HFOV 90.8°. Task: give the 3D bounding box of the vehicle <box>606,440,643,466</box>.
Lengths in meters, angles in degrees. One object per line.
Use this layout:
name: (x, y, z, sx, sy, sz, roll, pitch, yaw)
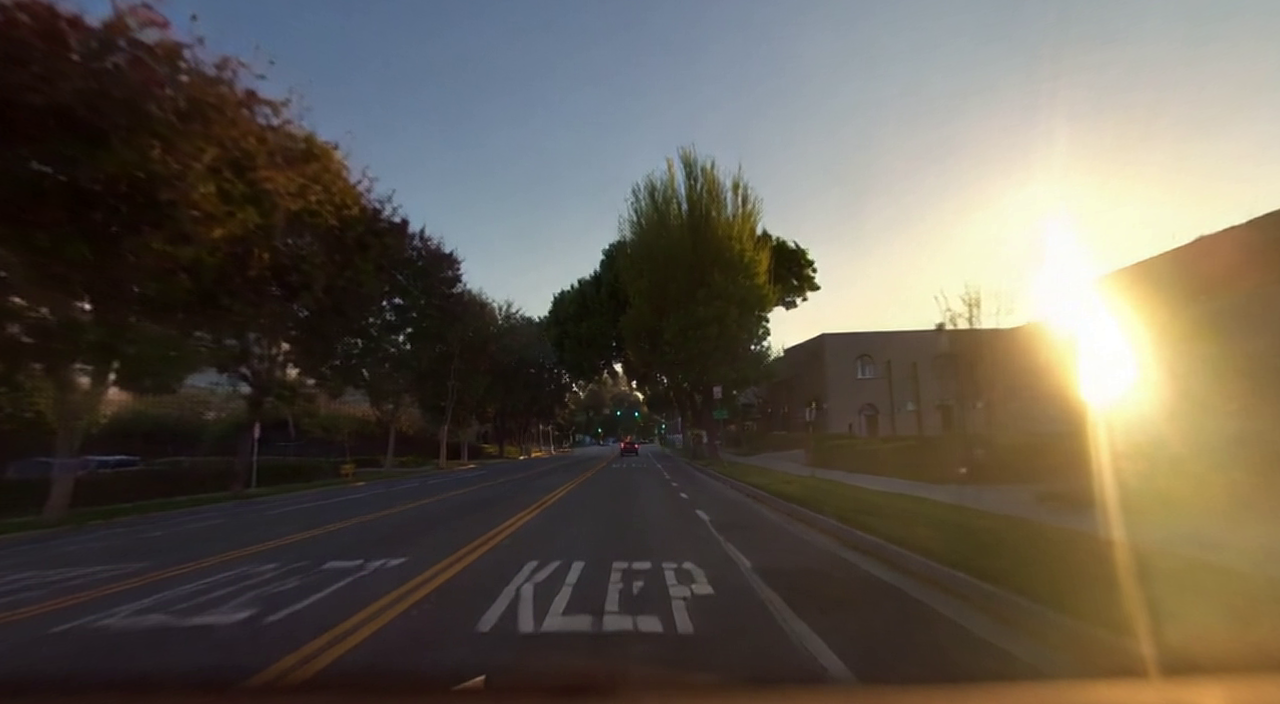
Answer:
vehicle: (-0.963, 6.063, 38.300, 2.131, 1.474, 4.146, 1, -8, -2)
